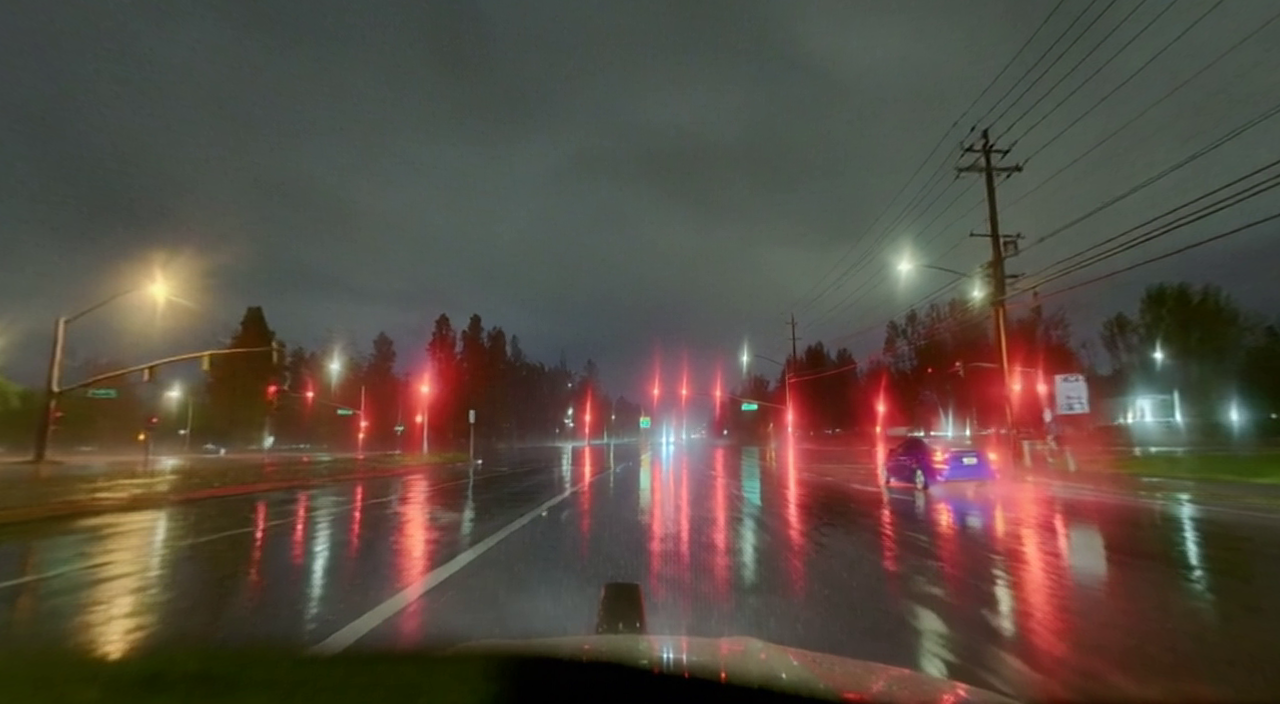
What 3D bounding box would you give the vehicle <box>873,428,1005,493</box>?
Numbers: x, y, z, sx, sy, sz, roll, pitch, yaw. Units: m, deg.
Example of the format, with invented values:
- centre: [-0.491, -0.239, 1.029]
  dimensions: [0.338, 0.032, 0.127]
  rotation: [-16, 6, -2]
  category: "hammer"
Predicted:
- centre: [7.899, 2.885, 17.104]
  dimensions: [1.797, 1.544, 3.685]
  rotation: [0, -9, 1]
  category: "vehicle"
